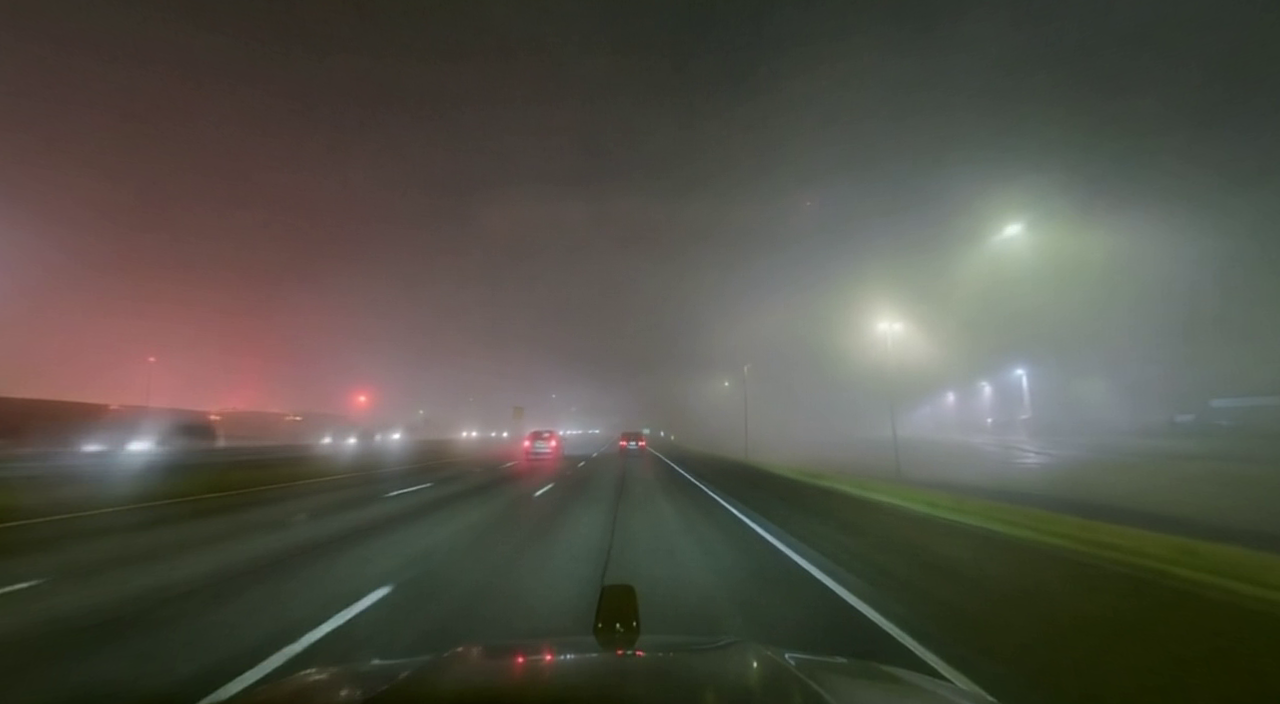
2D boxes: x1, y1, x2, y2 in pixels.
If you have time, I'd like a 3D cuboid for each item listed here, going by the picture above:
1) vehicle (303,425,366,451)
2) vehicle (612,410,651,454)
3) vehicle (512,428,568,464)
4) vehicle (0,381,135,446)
[{"bbox_3d":[-19.134,5.418,39.619,1.823,1.492,4.154,0,-8,1],"label":"vehicle"},{"bbox_3d":[-0.615,5.423,42.333,2.418,2.704,6.445,0,-8,-2],"label":"vehicle"},{"bbox_3d":[-4.555,4.345,29.189,1.932,1.544,3.864,0,-8,0],"label":"vehicle"},{"bbox_3d":[-41.738,4.339,43.059,2.900,4.061,14.421,1,-8,-3],"label":"vehicle"}]
